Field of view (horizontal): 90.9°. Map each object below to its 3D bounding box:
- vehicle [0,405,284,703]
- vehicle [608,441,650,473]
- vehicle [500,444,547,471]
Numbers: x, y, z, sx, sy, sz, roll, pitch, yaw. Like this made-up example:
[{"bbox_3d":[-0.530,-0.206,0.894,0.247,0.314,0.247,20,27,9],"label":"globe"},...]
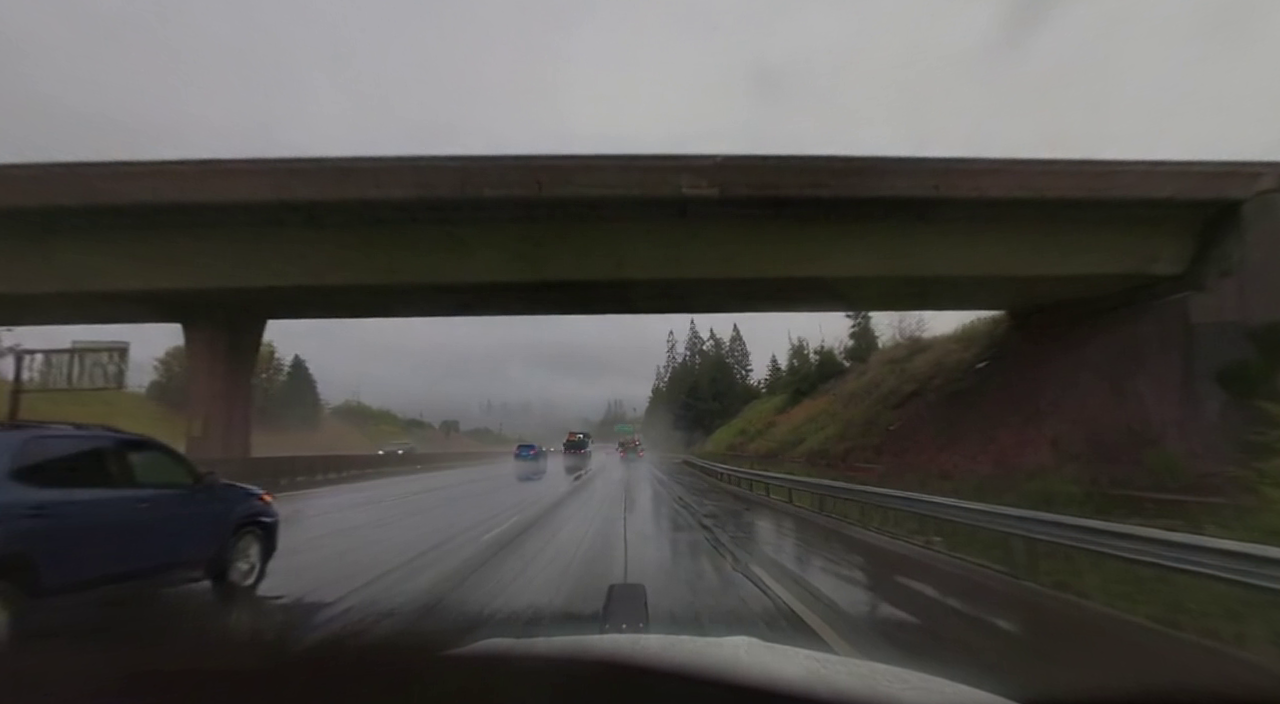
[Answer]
[{"bbox_3d":[-4.100,1.010,3.206,1.961,1.450,4.496,0,-8,0],"label":"vehicle"},{"bbox_3d":[-0.613,6.106,36.858,2.336,1.722,4.212,0,-8,0],"label":"vehicle"},{"bbox_3d":[-7.696,7.012,42.093,2.115,1.644,4.513,0,-8,2],"label":"vehicle"}]
